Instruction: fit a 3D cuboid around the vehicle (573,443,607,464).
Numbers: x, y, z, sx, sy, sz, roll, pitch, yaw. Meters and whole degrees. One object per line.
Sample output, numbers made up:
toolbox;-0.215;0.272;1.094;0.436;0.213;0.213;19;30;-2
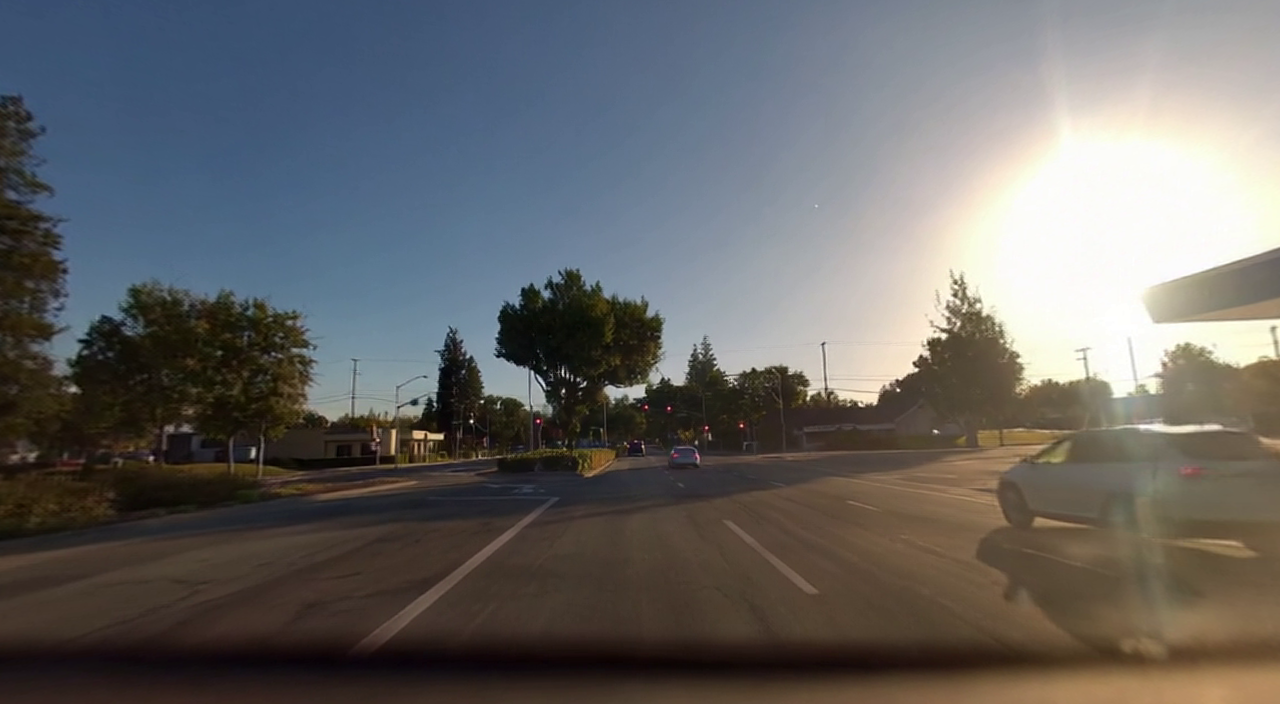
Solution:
vehicle;-3.543;7.231;45.263;2.049;1.449;4.213;0;-8;0

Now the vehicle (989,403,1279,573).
vehicle;6.756;1.638;8.351;1.950;1.668;4.053;0;-8;0

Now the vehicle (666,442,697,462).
vehicle;3.150;7.616;48.377;2.029;1.442;4.054;0;-8;-1
